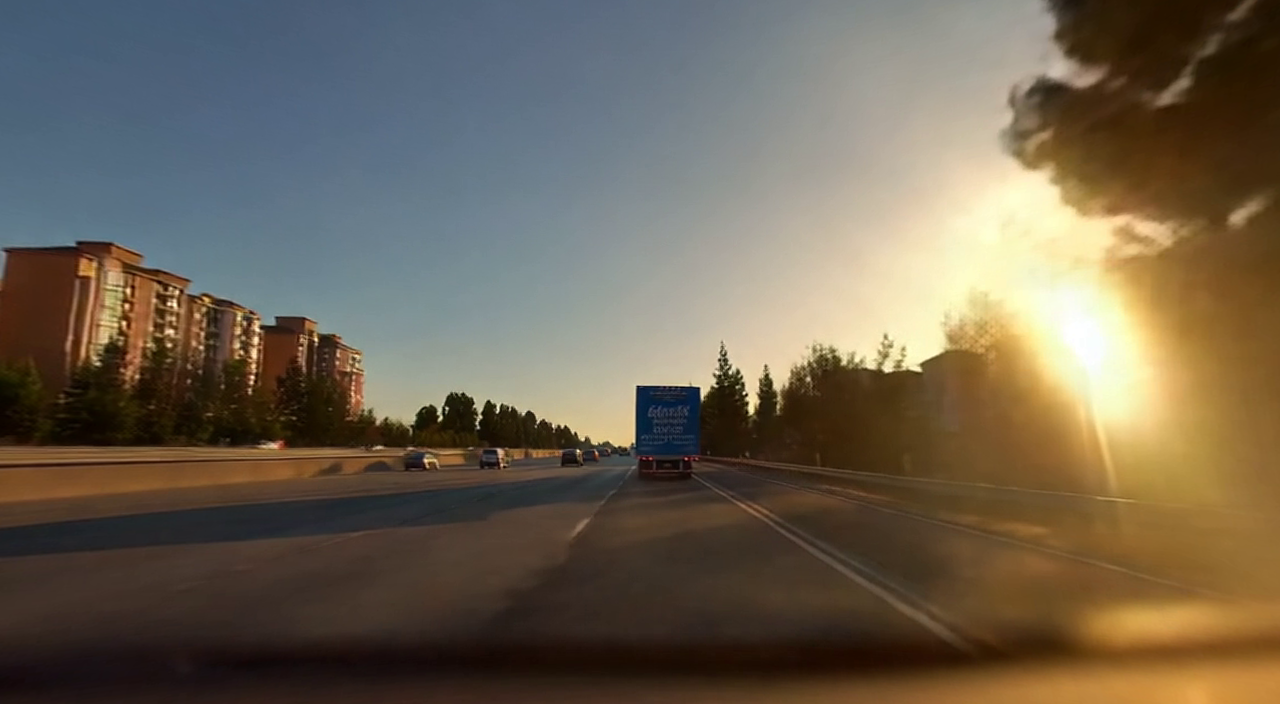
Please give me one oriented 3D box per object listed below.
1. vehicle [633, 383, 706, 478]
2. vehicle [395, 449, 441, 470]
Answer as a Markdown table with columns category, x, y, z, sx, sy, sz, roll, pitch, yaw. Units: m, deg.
| category | x | y | z | sx | sy | sz | roll | pitch | yaw |
| --- | --- | --- | --- | --- | --- | --- | --- | --- | --- |
| vehicle | 1.235 | 4.555 | 35.062 | 3.140 | 4.100 | 15.551 | 0 | -9 | 0 |
| vehicle | -17.051 | 8.247 | 48.749 | 1.901 | 1.485 | 4.279 | 0 | -9 | 1 |
